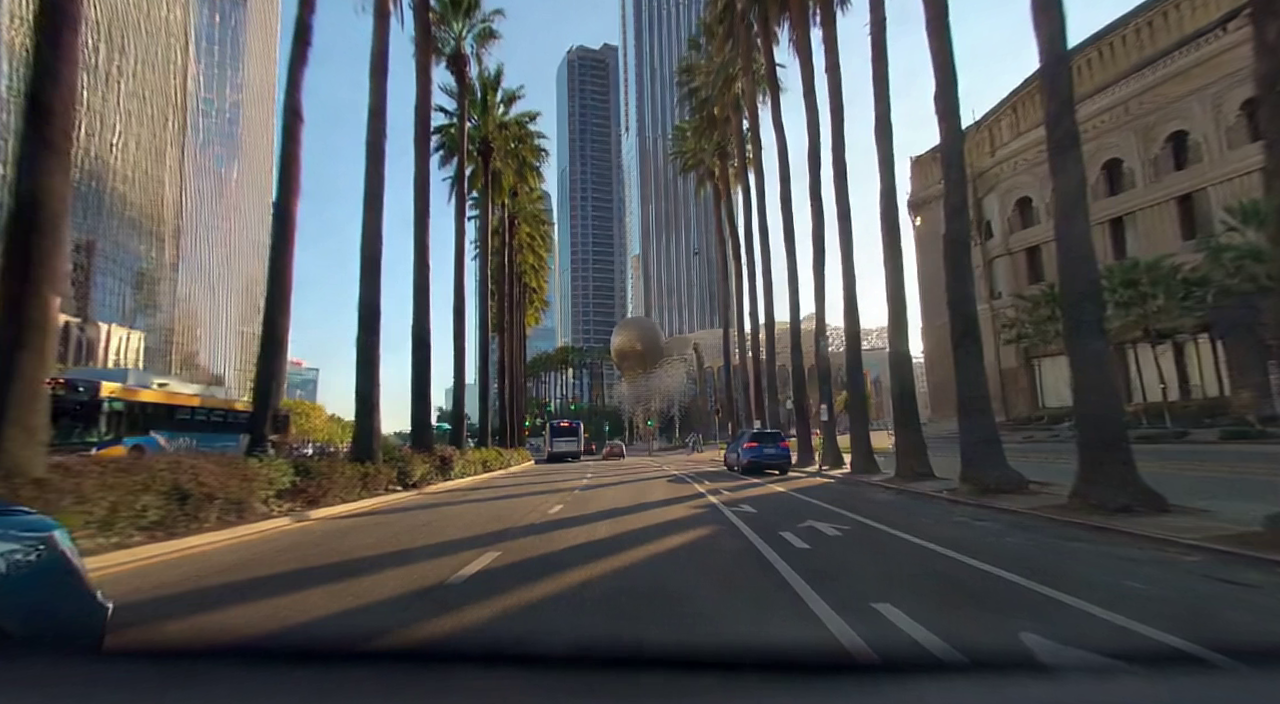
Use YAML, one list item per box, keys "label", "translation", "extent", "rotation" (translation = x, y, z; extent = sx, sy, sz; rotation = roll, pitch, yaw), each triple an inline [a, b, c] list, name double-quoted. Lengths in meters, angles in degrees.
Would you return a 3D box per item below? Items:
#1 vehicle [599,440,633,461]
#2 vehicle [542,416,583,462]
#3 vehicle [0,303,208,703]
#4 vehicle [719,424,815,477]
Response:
- label: "vehicle"
  translation: [-1.794, 7.152, 45.889]
  extent: [2.107, 1.481, 4.097]
  rotation: [1, -8, -8]
- label: "vehicle"
  translation: [-5.772, 6.557, 47.244]
  extent: [2.678, 3.042, 8.474]
  rotation: [2, -9, -6]
- label: "vehicle"
  translation: [-3.606, 0.543, 1.254]
  extent: [2.120, 1.826, 4.737]
  rotation: [0, -8, 0]
- label: "vehicle"
  translation: [4.869, 3.905, 25.145]
  extent: [2.212, 1.854, 5.419]
  rotation: [1, -8, -6]
